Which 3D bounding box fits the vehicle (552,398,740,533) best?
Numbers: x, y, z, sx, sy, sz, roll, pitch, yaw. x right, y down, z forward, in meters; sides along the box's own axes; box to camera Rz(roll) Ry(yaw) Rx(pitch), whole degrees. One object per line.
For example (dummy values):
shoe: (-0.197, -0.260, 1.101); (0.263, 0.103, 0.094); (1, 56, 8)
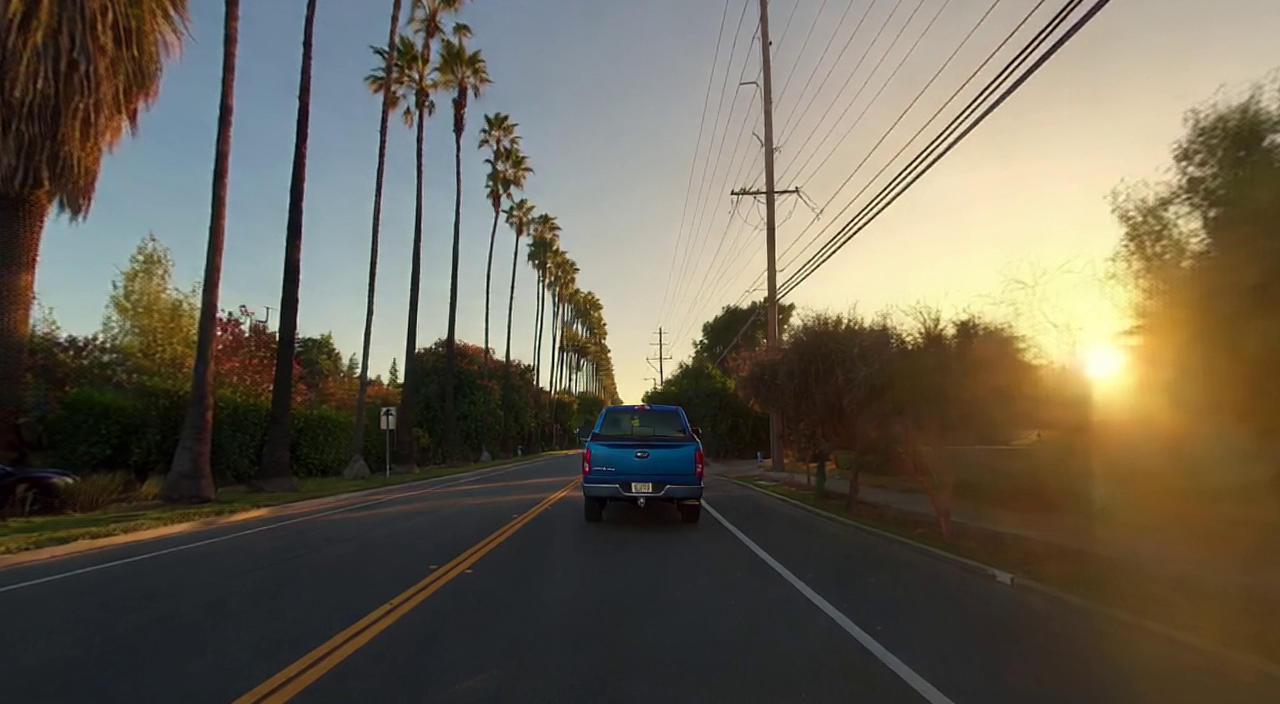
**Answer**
vehicle: (0.065, 2.141, 12.447); (2.803, 2.005, 5.885); (0, -8, -1)
